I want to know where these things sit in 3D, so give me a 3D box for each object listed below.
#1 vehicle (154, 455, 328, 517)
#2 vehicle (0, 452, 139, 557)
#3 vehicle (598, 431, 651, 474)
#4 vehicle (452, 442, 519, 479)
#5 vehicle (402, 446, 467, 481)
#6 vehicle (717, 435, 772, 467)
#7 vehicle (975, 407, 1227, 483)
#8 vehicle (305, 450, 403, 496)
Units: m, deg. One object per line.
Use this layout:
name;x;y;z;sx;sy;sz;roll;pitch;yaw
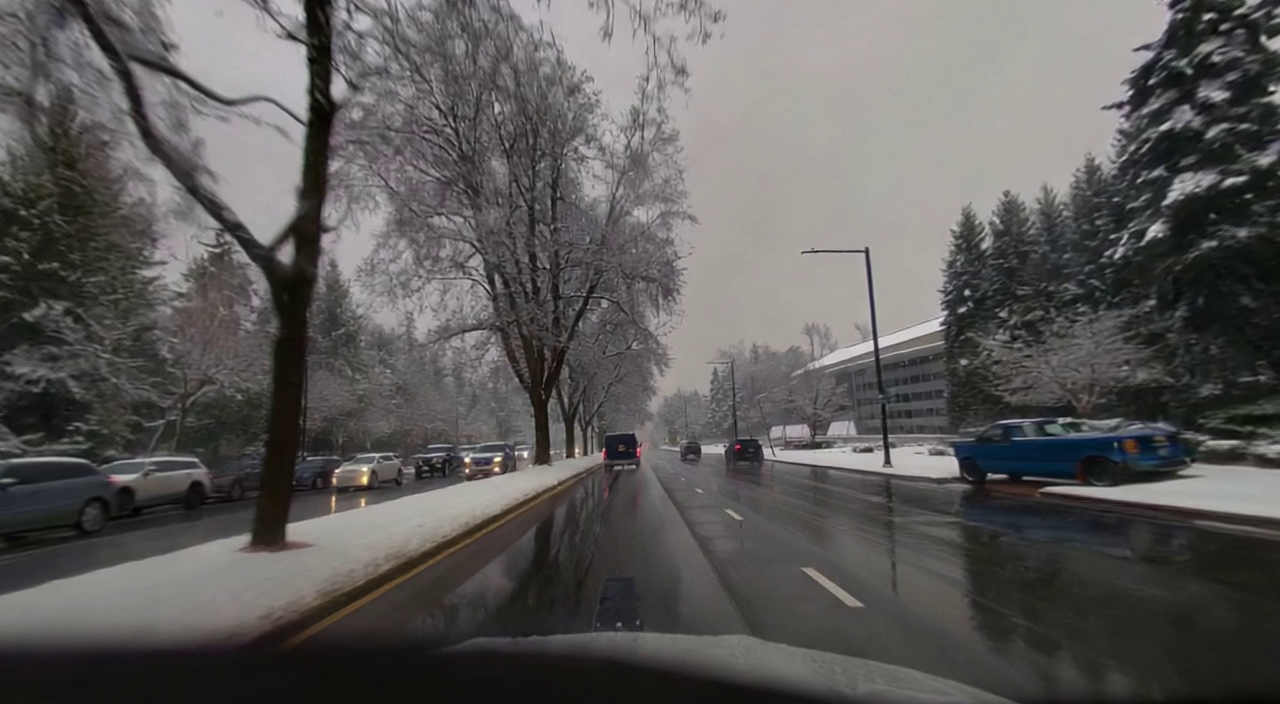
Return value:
vehicle;-11.532;3.862;18.772;2.107;1.524;4.697;0;-8;0
vehicle;-11.629;2.667;11.238;1.944;1.698;4.329;0;-8;-2
vehicle;-0.772;5.022;31.728;2.411;1.937;5.186;0;-8;-1
vehicle;-8.191;5.793;34.077;2.184;1.824;5.418;0;-8;0
vehicle;-11.389;6.190;35.364;2.093;1.816;4.559;0;-8;0
vehicle;6.224;5.998;38.351;2.364;1.781;4.854;0;-8;-2
vehicle;12.169;2.540;17.147;4.932;1.738;2.080;-5;-8;15
vehicle;-11.310;4.780;25.356;2.025;1.651;4.097;0;-8;0
